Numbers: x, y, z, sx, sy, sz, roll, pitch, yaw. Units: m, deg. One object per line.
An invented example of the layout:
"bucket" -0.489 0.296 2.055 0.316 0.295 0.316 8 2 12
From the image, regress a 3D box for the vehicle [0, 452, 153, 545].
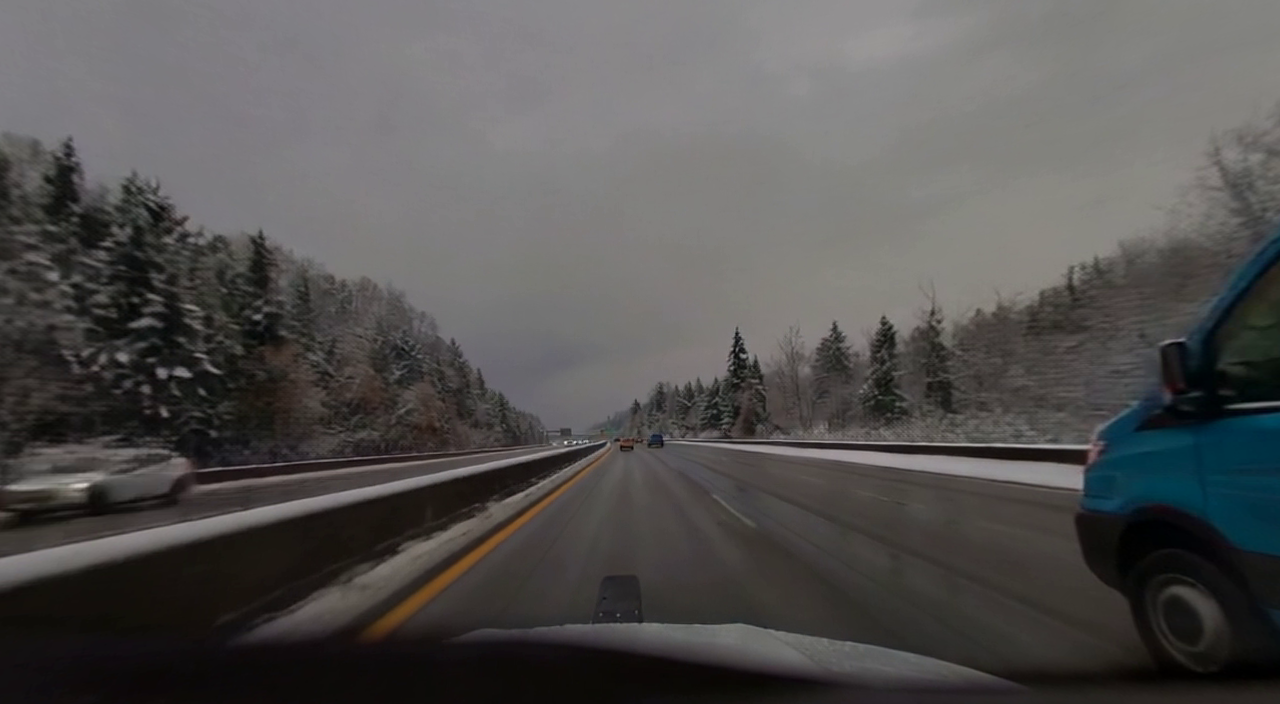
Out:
"vehicle" -13.307 3.077 13.613 1.959 1.680 4.449 0 -8 0
